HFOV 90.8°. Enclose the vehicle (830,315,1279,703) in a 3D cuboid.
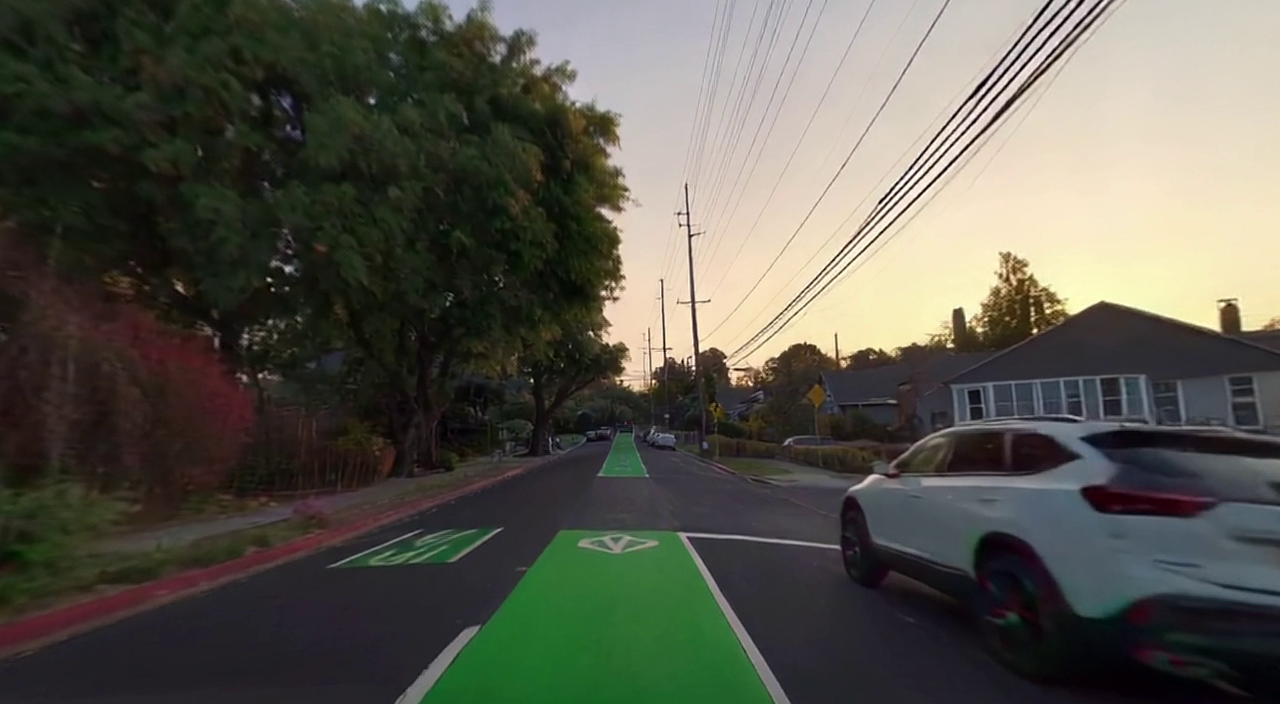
[{"bbox_3d":[3.389,1.273,5.049,2.054,1.879,4.717,3,-12,-3],"label":"vehicle"}]
